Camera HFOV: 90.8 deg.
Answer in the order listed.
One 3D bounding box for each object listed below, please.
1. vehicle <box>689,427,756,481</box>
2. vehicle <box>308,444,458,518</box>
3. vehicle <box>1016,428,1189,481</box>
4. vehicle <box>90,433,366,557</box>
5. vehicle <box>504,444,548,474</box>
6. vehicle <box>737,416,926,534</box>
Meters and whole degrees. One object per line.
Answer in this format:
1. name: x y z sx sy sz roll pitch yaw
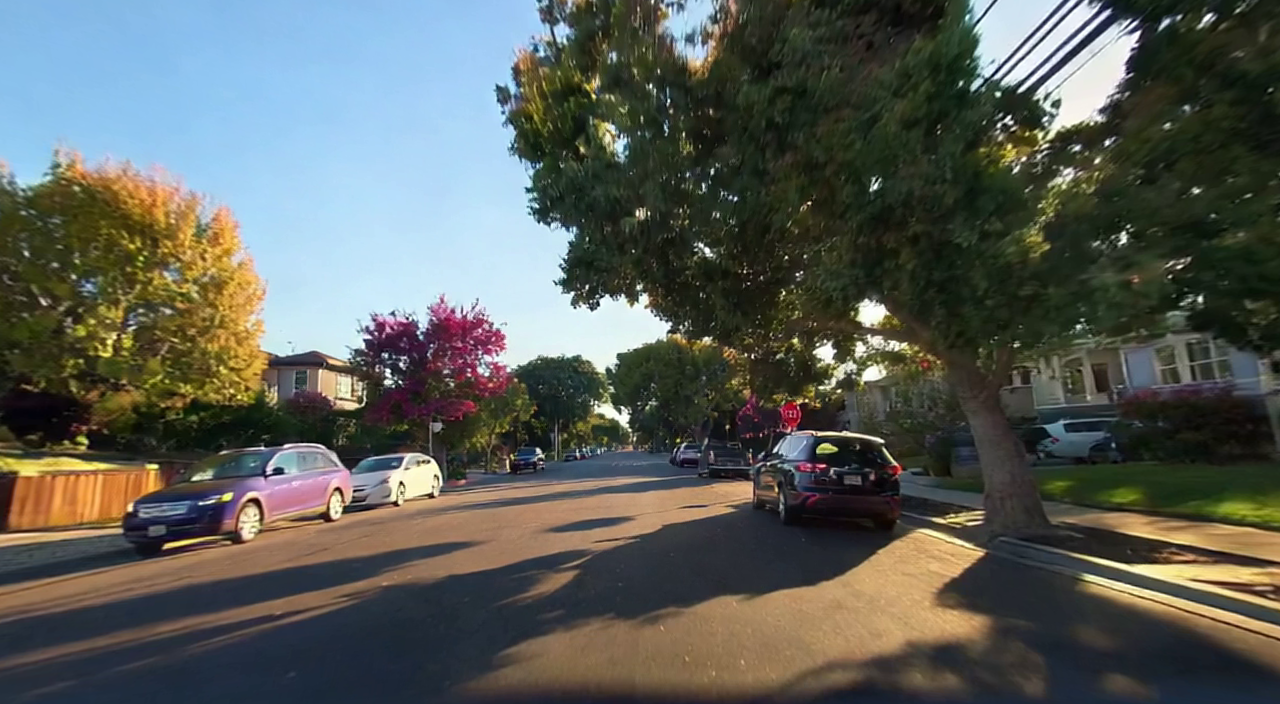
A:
1. vehicle: 3.402 4.360 27.276 2.111 2.054 5.748 0 -9 0
2. vehicle: -6.762 3.456 17.208 2.086 1.516 4.568 -6 -11 1
3. vehicle: 15.958 3.580 21.978 4.369 1.469 1.924 -3 -11 0
4. vehicle: -7.160 2.489 11.797 2.058 1.814 4.624 0 -9 -1
5. vehicle: -7.427 7.078 41.398 1.980 1.664 4.342 -5 -11 0
6. vehicle: 3.188 2.156 11.615 2.069 1.750 4.294 0 -9 -1
